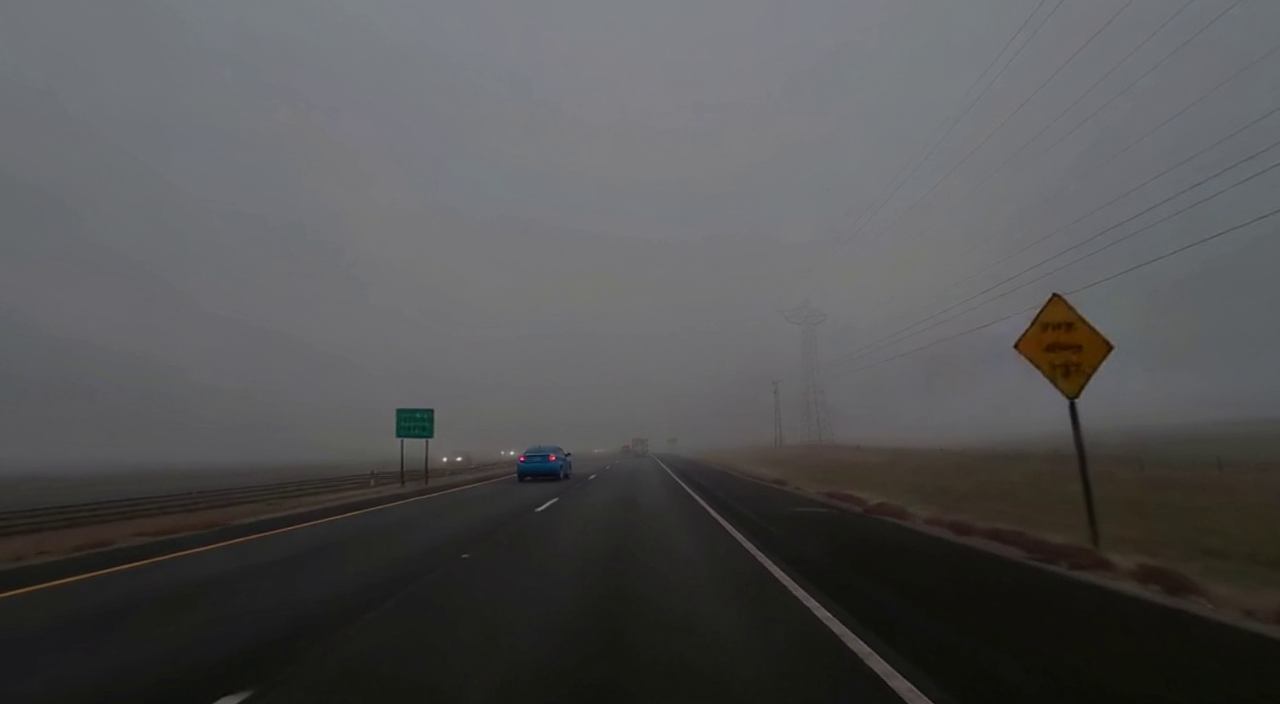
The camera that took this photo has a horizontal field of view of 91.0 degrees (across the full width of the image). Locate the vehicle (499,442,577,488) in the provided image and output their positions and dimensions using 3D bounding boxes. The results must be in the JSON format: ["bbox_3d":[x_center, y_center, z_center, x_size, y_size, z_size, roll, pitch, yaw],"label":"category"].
[{"bbox_3d":[-3.694,4.206,23.700,2.106,1.543,4.465,0,-9,1],"label":"vehicle"}]
